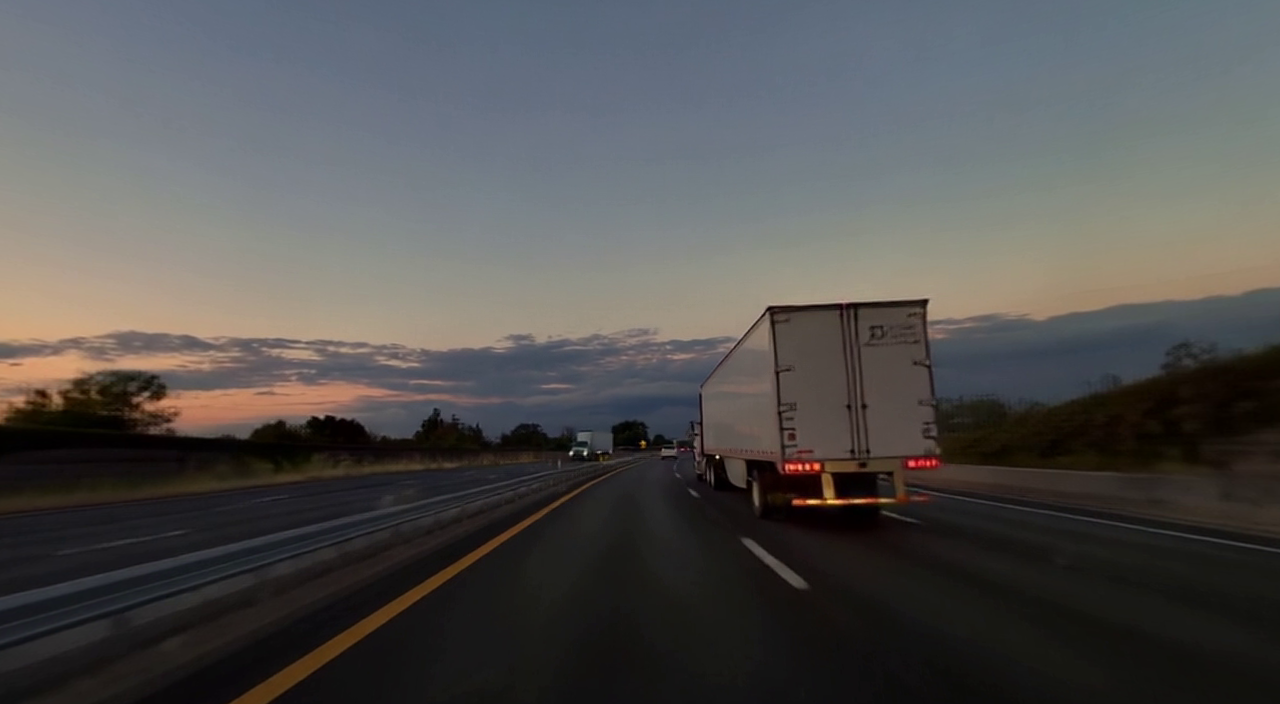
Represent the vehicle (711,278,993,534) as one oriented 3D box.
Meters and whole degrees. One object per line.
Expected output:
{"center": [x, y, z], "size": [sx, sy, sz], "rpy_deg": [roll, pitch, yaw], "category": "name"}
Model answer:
{"center": [3.981, 1.751, 16.156], "size": [2.965, 4.028, 12.529], "rpy_deg": [0, -9, 1], "category": "vehicle"}
